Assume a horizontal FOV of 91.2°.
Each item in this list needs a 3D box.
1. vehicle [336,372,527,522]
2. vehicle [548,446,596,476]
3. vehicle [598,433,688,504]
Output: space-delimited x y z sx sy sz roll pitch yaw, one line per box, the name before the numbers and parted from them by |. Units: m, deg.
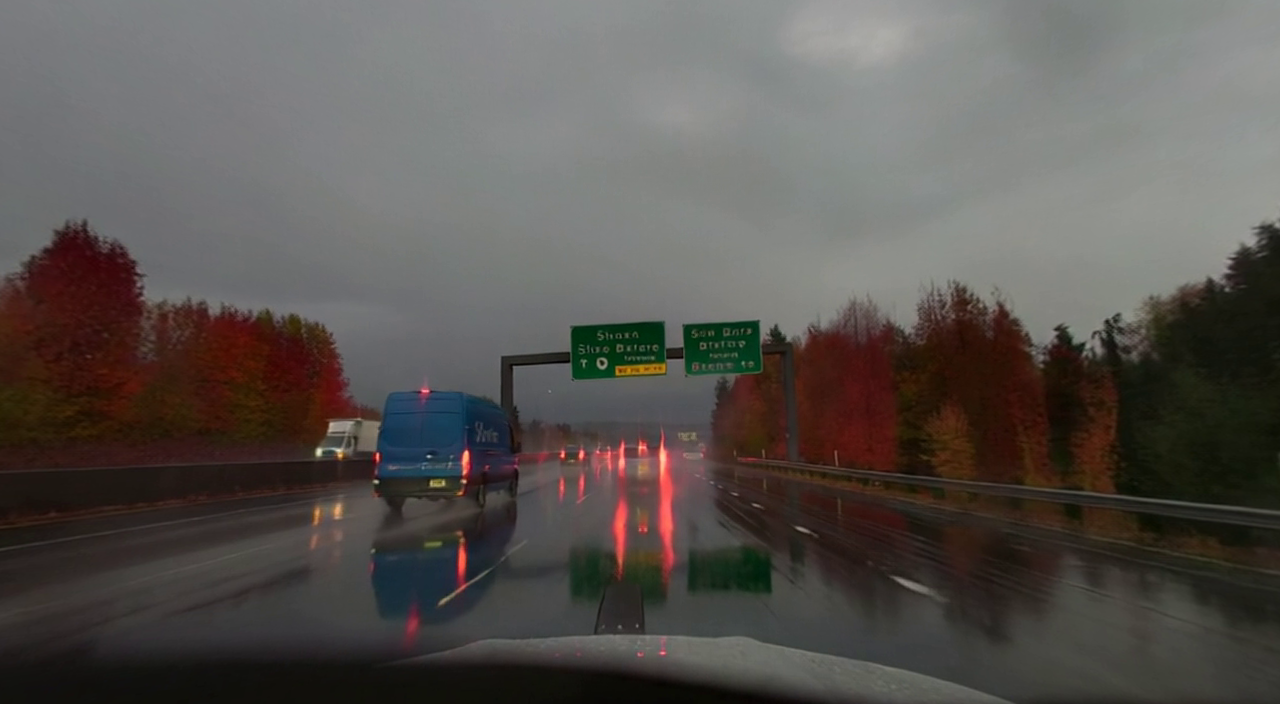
vehicle | -4.272 2.145 14.260 2.275 2.692 5.810 0 -9 0
vehicle | -3.612 5.888 33.985 2.015 1.496 4.312 0 -9 1
vehicle | 0.095 3.147 17.284 2.195 1.679 4.070 0 -9 1
